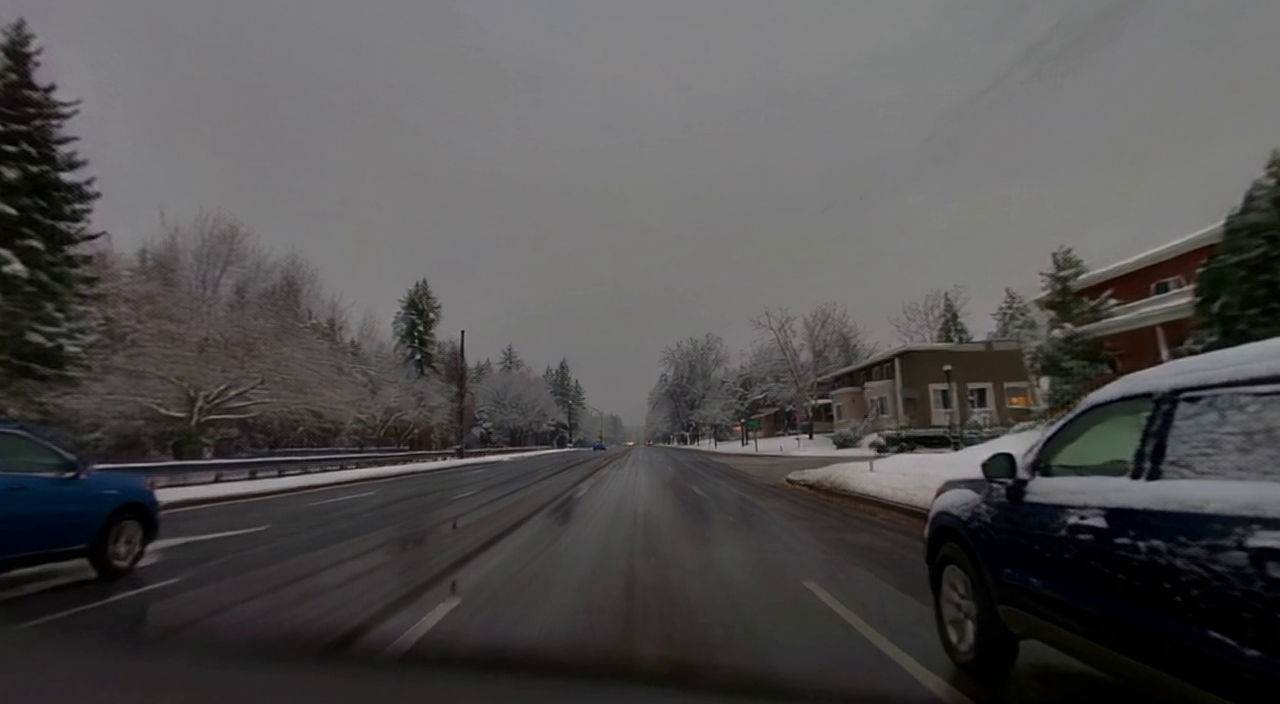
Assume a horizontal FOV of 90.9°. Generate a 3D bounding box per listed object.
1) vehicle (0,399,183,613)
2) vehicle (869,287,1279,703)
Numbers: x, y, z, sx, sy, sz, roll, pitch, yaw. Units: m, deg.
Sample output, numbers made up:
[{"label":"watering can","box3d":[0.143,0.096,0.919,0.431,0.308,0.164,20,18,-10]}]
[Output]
[{"label":"vehicle","box3d":[-6.139,1.165,4.561,2.069,1.690,4.837,0,-9,-1]},{"label":"vehicle","box3d":[2.912,0.831,2.740,2.047,1.768,4.607,0,-9,0]}]
